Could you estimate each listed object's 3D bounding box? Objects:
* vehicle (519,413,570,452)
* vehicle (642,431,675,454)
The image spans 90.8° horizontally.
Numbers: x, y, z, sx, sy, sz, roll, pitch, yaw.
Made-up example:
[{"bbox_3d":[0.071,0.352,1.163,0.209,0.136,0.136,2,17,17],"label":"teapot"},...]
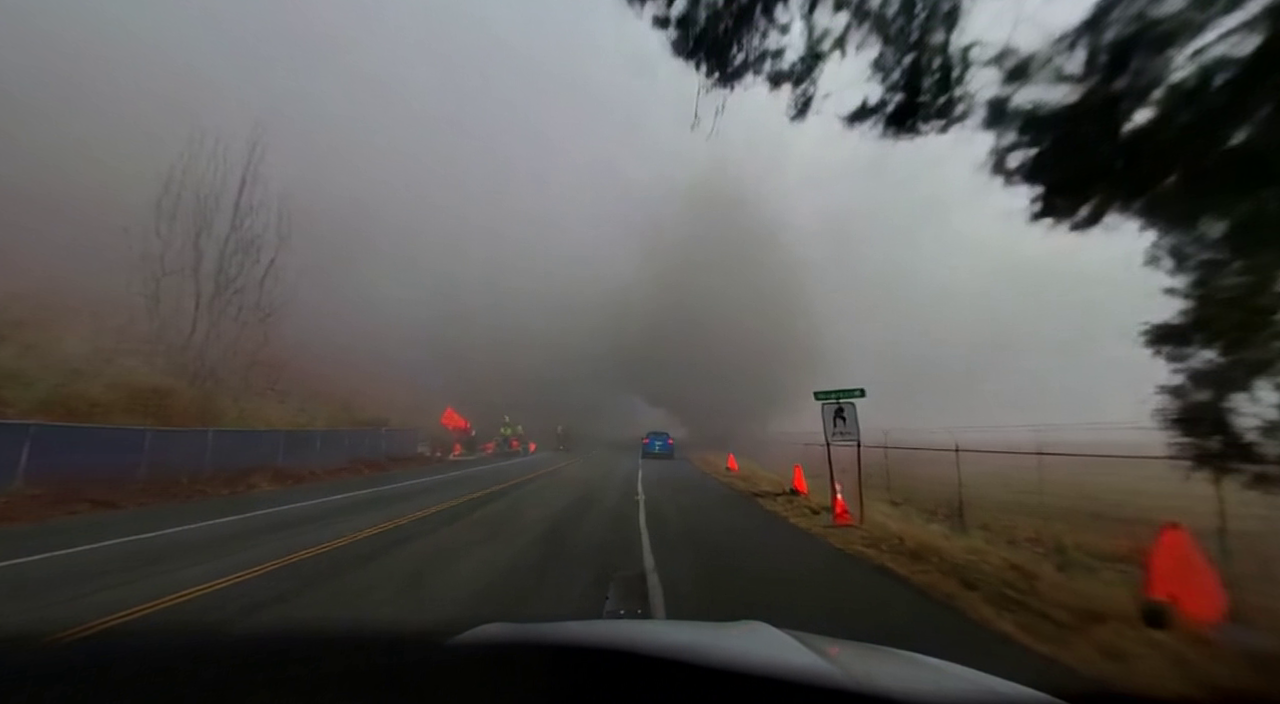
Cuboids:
[{"bbox_3d":[-6.802,5.821,45.283,3.064,2.710,2.385,-1,-9,4],"label":"vehicle"},{"bbox_3d":[1.272,6.298,43.777,2.172,1.486,3.581,0,-9,2],"label":"vehicle"}]
